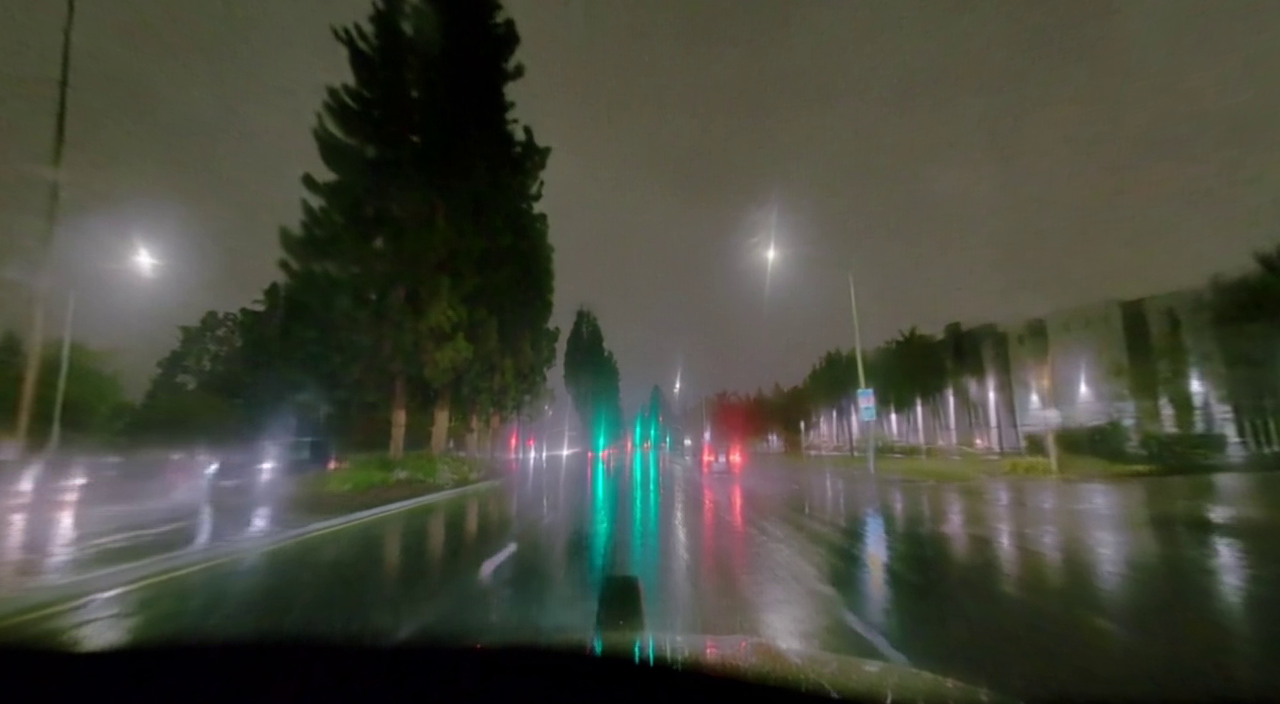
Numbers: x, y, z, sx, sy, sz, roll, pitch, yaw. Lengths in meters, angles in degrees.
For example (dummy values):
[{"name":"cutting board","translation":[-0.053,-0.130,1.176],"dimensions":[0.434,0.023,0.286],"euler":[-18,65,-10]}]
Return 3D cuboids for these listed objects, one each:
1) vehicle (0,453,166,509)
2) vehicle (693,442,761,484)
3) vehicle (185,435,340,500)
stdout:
[{"name":"vehicle","translation":[-17.402,3.932,19.750],"dimensions":[1.897,1.507,4.132],"euler":[0,-9,0]},{"name":"vehicle","translation":[3.245,4.255,24.469],"dimensions":[1.966,1.449,4.290],"euler":[0,-9,-1]},{"name":"vehicle","translation":[-11.286,3.460,19.342],"dimensions":[2.027,1.716,4.357],"euler":[0,-9,0]}]
